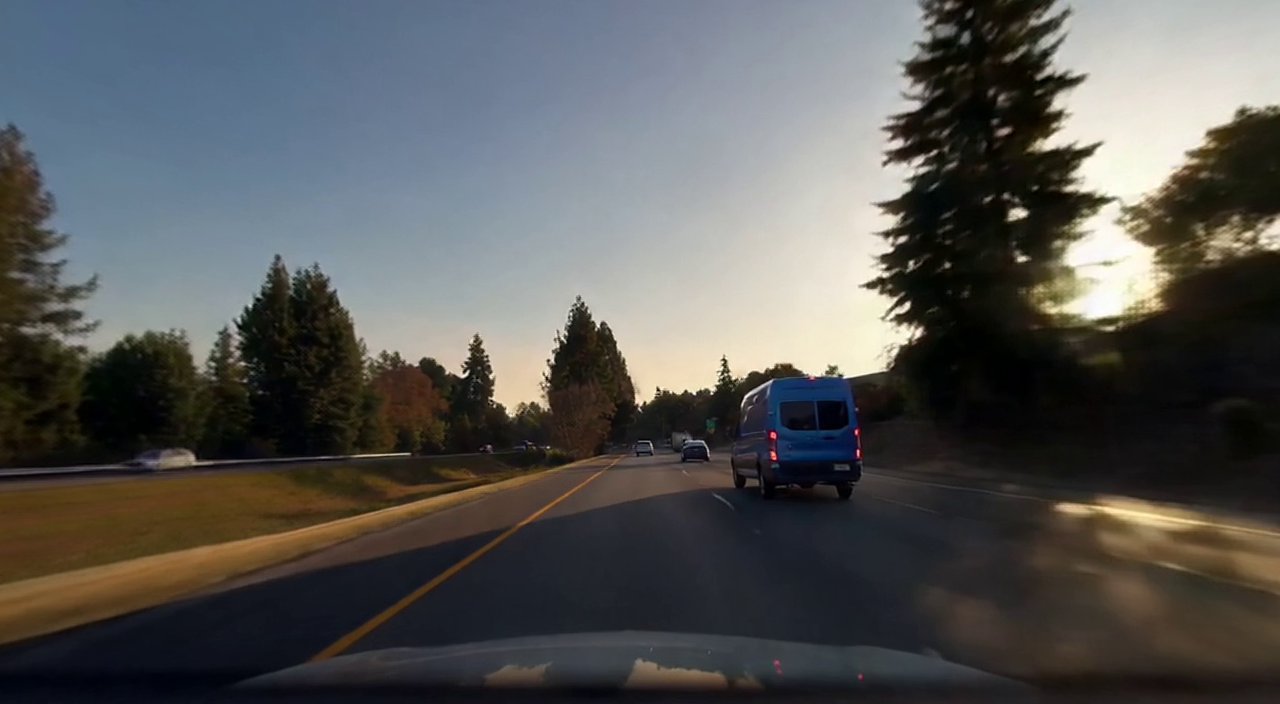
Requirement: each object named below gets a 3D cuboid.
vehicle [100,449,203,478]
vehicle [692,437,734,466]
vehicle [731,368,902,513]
[{"bbox_3d":[-28.631,6.517,37.212,2.204,1.510,4.806,0,-8,1],"label":"vehicle"},{"bbox_3d":[4.411,6.102,38.722,2.034,1.651,4.342,0,-8,0],"label":"vehicle"},{"bbox_3d":[3.680,2.062,14.680,2.302,2.670,5.912,0,-8,1],"label":"vehicle"}]
